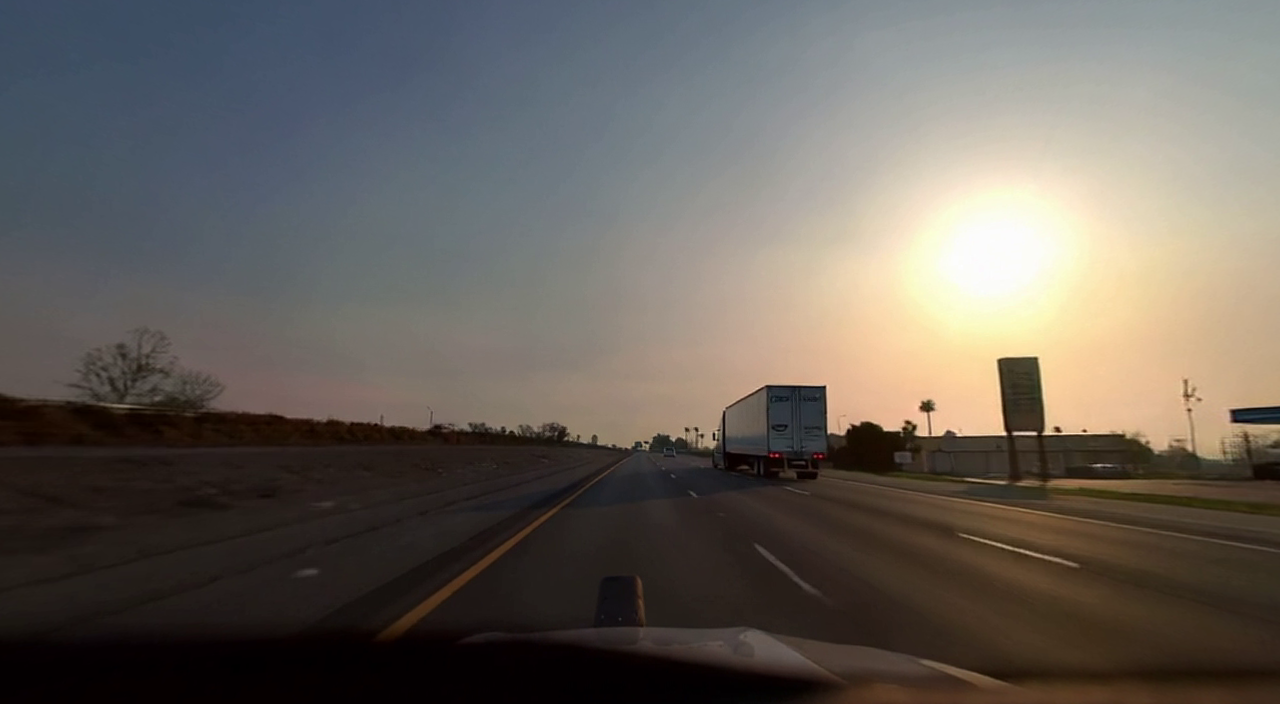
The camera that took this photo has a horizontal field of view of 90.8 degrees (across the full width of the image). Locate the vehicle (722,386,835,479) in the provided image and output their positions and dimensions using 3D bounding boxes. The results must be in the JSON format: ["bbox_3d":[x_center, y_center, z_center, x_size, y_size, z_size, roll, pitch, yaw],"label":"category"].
[{"bbox_3d":[7.265,4.797,36.369,2.912,4.153,15.866,0,-9,0],"label":"vehicle"}]
